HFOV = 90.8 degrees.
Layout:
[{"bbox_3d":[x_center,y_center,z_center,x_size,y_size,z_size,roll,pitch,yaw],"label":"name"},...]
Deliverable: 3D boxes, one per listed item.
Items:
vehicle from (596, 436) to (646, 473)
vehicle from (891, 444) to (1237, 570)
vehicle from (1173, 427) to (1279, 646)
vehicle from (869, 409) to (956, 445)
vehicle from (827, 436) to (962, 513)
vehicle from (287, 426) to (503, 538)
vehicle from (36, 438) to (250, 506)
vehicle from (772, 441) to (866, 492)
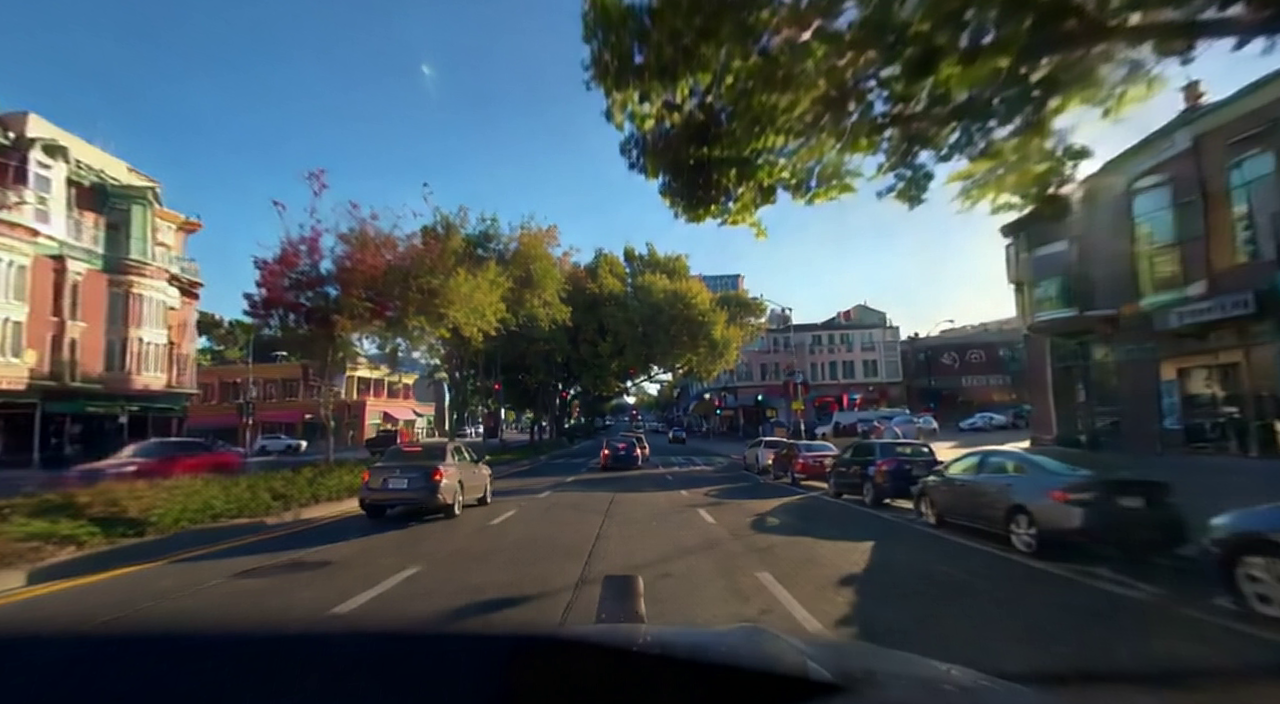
[{"bbox_3d":[-0.793,4.557,28.217,2.082,1.520,3.896,0,-8,0],"label":"vehicle"},{"bbox_3d":[6.065,2.217,10.005,2.089,1.488,4.663,0,-8,-3],"label":"vehicle"},{"bbox_3d":[5.983,1.215,3.481,2.019,1.670,4.550,0,-8,-1],"label":"vehicle"},{"bbox_3d":[21.069,5.858,48.933,5.756,2.653,2.403,2,-9,-12],"label":"vehicle"},{"bbox_3d":[6.036,2.924,15.490,1.877,1.642,3.572,0,-8,2],"label":"vehicle"},{"bbox_3d":[-3.878,2.131,11.004,1.934,1.522,4.464,0,-8,0],"label":"vehicle"},{"bbox_3d":[-12.554,3.028,16.435,1.987,1.503,4.375,0,-8,0],"label":"vehicle"},{"bbox_3d":[5.872,3.784,21.274,1.959,1.513,4.104,0,-8,0],"label":"vehicle"}]
